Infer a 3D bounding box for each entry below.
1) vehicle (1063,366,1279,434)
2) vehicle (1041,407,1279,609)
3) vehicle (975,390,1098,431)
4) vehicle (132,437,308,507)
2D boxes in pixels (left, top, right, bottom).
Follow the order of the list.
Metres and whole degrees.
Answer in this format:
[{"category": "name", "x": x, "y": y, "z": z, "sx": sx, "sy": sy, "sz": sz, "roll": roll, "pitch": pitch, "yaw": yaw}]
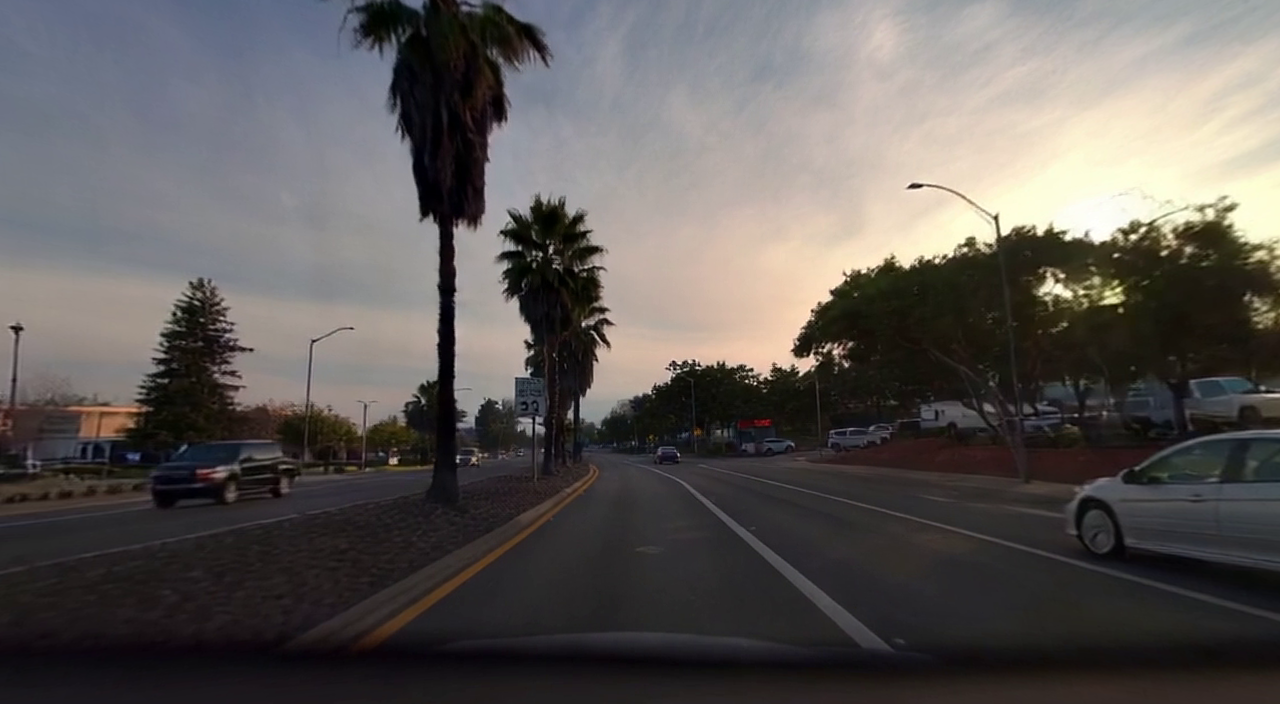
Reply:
[{"category": "vehicle", "x": 18.105, "y": 1.673, "z": 21.335, "sx": 5.817, "sy": 1.906, "sz": 2.230, "roll": -1, "pitch": -11, "yaw": 0}, {"category": "vehicle", "x": 6.426, "y": 1.436, "z": 6.170, "sx": 2.124, "sy": 1.687, "sz": 4.266, "roll": 0, "pitch": -8, "yaw": -1}, {"category": "vehicle", "x": 18.092, "y": 2.692, "z": 28.929, "sx": 4.237, "sy": 1.573, "sz": 2.011, "roll": -3, "pitch": -6, "yaw": -1}, {"category": "vehicle", "x": -12.932, "y": 3.687, "z": 19.953, "sx": 2.210, "sy": 1.889, "sz": 4.934, "roll": 0, "pitch": -8, "yaw": -1}]
